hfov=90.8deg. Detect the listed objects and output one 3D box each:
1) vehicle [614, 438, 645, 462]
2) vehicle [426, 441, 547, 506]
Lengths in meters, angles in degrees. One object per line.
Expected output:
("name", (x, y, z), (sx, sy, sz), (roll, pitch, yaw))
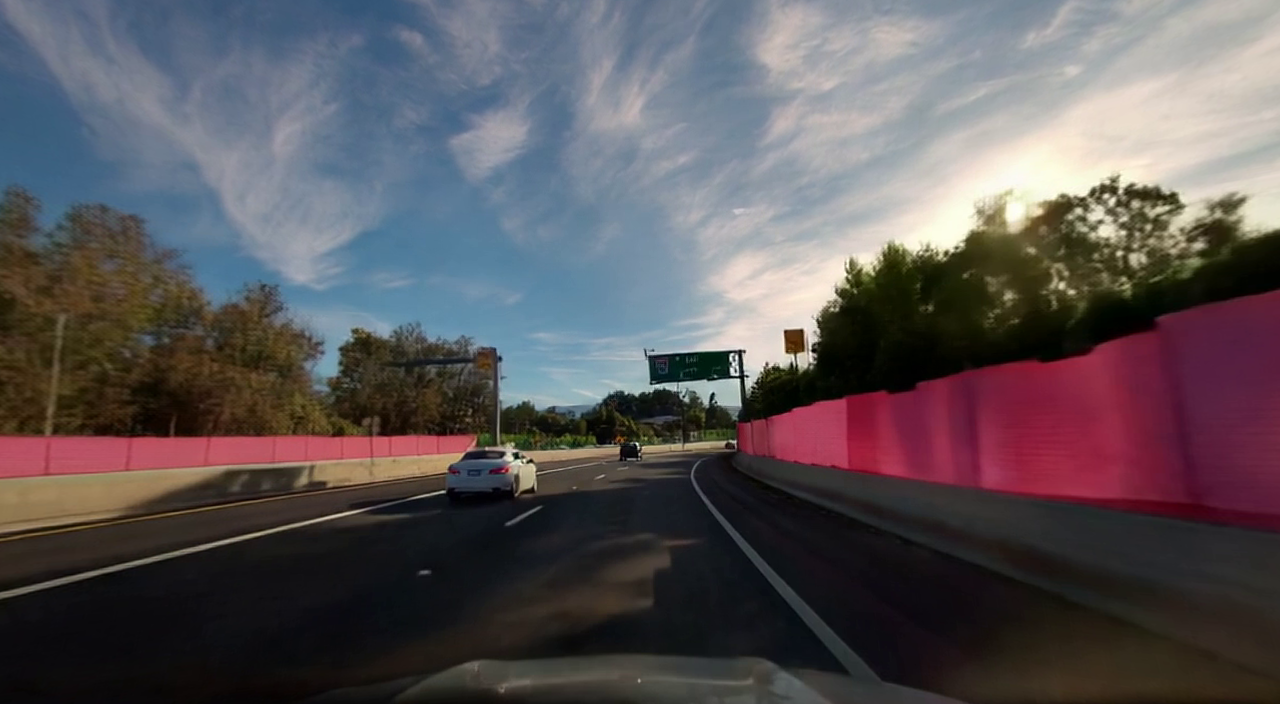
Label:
("vehicle", (-0.750, 7.384, 47.551), (1.833, 1.697, 3.984), (-1, -9, 7))
("vehicle", (-3.654, 2.968, 15.862), (1.746, 1.405, 4.339), (-1, -9, 3))
